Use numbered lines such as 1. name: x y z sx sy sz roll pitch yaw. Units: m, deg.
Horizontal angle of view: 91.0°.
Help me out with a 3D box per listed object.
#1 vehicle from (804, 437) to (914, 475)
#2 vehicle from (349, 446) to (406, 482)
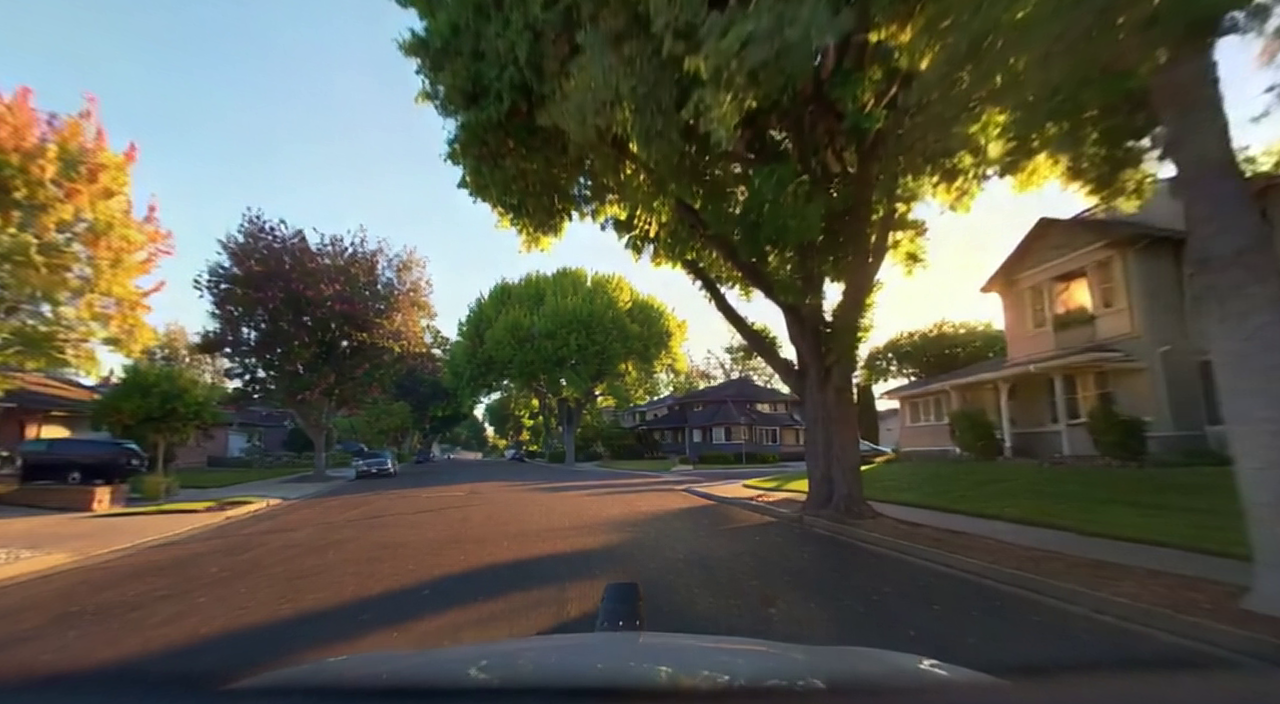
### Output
1. vehicle: 11.120 5.236 32.044 4.933 1.817 2.014 2 -8 -17
2. vehicle: -12.783 5.454 30.864 1.938 1.499 4.290 -1 -9 -14
